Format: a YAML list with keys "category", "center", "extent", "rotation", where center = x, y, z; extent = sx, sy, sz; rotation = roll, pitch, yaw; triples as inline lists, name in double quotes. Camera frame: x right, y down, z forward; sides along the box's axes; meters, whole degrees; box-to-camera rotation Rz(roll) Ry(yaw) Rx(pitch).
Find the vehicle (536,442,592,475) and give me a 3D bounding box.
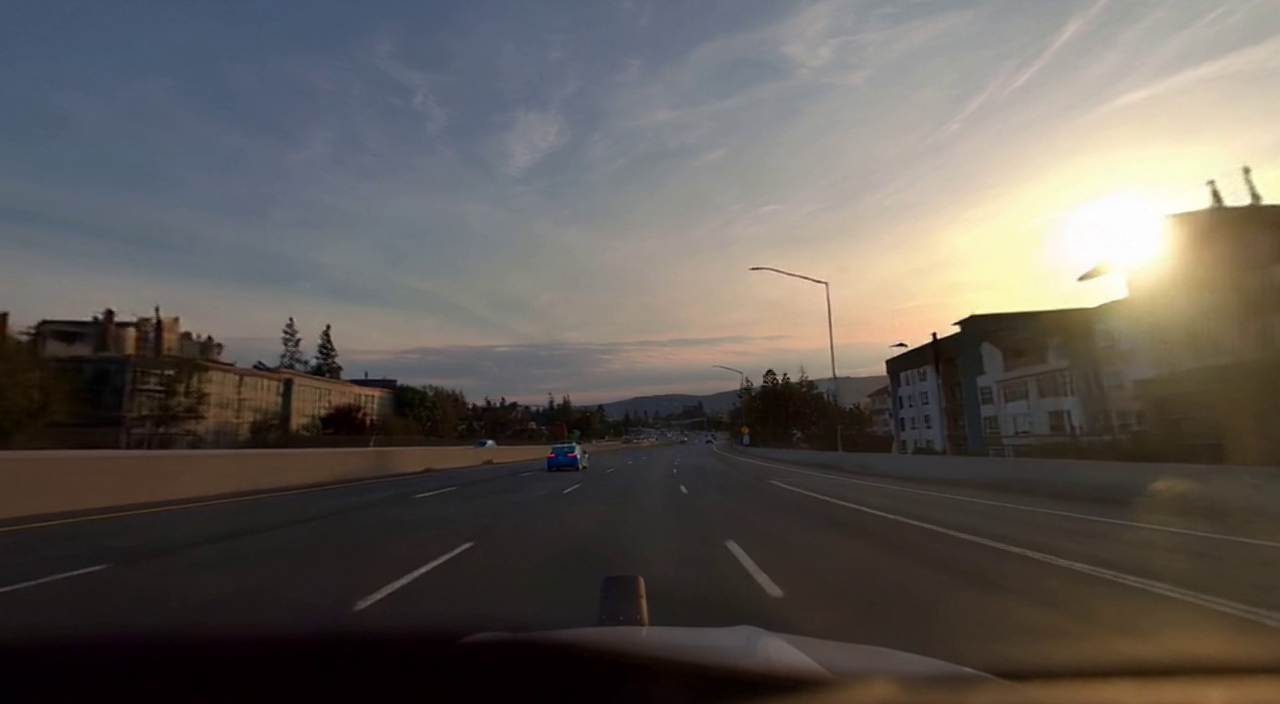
- category: "vehicle"
  center: [-3.761, 5.368, 32.110]
  extent: [2.087, 1.566, 4.756]
  rotation: [0, -9, 2]
